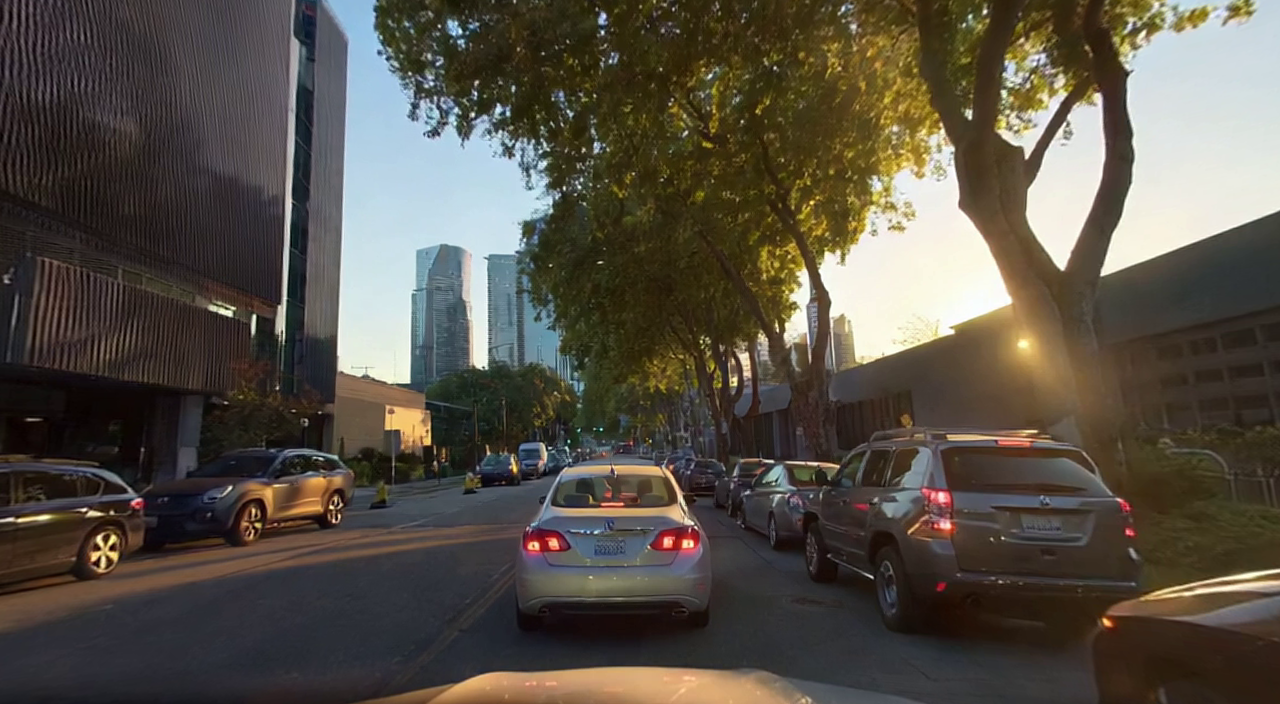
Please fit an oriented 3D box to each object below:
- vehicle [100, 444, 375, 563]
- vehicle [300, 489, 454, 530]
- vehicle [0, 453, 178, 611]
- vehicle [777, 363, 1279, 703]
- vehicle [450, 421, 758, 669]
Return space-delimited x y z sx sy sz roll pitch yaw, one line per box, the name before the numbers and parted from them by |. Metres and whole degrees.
vehicle | -6.830 2.598 11.466 1.994 1.701 4.520 0 -10 0
vehicle | -6.967 4.281 17.338 2.223 0.774 4.789 1 -10 0
vehicle | -6.989 1.700 5.990 1.900 1.471 4.202 1 -10 0
vehicle | 2.711 1.431 5.783 1.868 1.920 4.501 1 -10 0
vehicle | -0.215 1.606 6.036 2.018 1.583 3.646 1 -10 1
